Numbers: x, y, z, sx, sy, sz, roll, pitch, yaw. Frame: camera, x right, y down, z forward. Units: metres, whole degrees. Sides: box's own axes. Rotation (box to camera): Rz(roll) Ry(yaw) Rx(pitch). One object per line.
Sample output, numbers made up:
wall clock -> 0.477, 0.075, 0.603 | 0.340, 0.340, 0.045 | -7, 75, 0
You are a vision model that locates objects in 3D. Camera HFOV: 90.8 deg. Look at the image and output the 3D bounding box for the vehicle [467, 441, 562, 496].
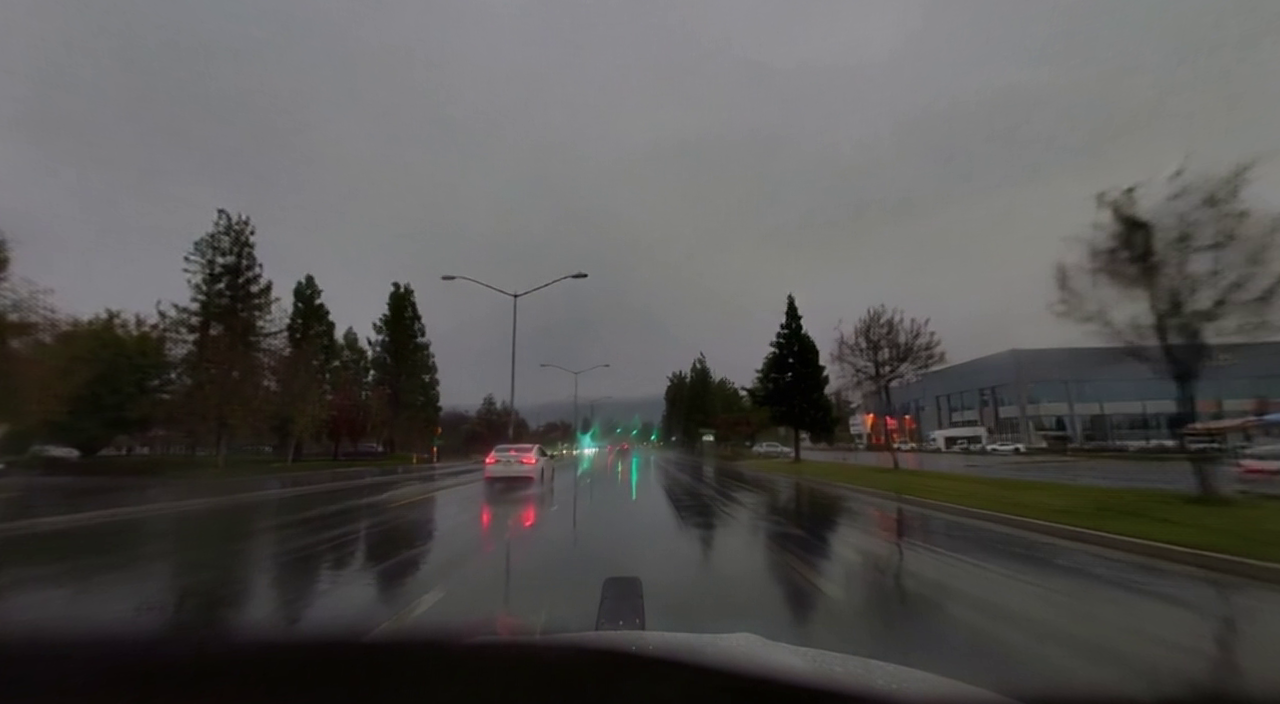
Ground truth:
vehicle -> -3.679, 3.495, 19.353 | 2.003, 1.454, 4.484 | 0, -9, 0
